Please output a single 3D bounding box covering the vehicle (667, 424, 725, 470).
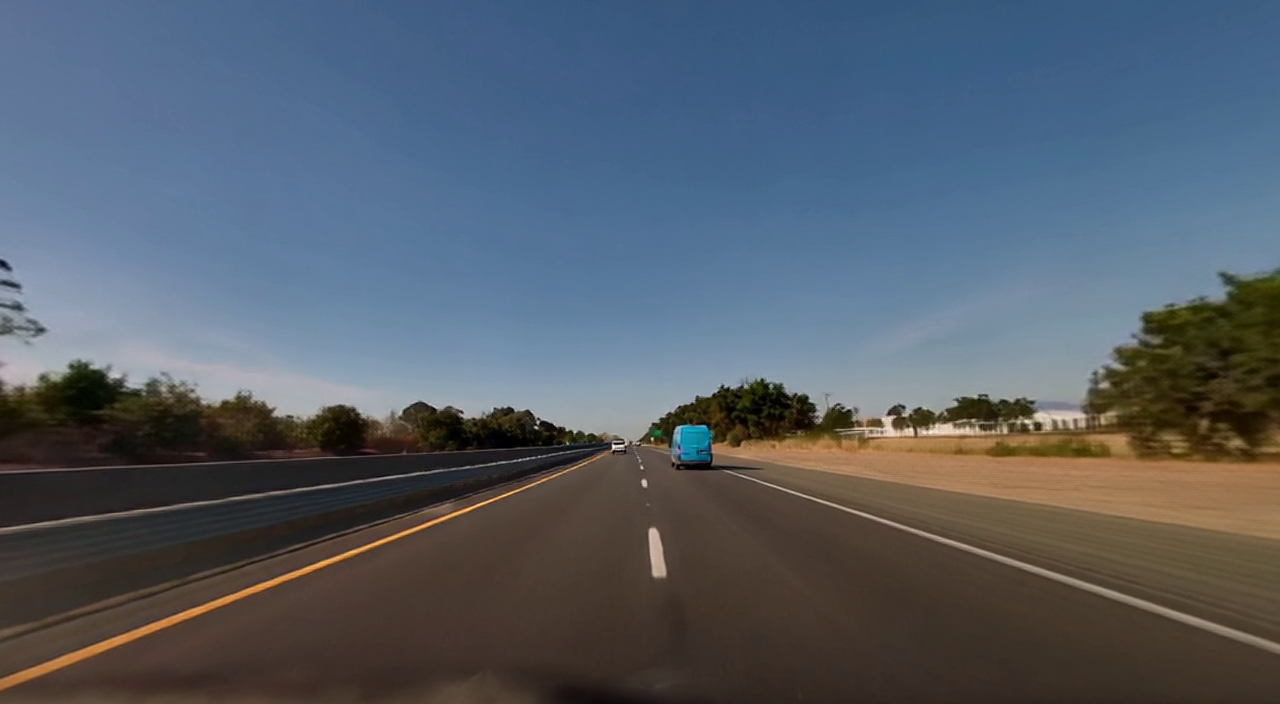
[{"bbox_3d":[2.641,4.647,30.945,2.269,2.048,4.679,0,-8,-2],"label":"vehicle"}]

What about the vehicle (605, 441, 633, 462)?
[{"bbox_3d":[-1.561,7.522,47.721,2.005,1.466,3.739,-1,-8,-1],"label":"vehicle"}]
